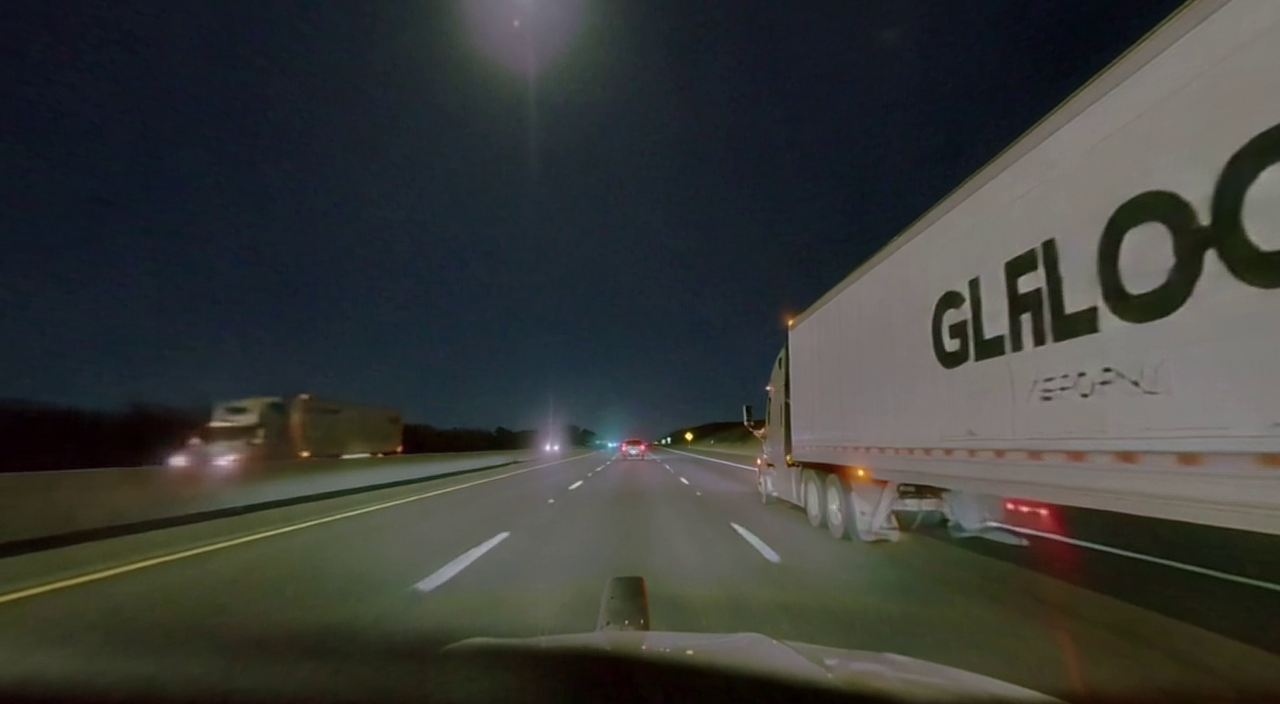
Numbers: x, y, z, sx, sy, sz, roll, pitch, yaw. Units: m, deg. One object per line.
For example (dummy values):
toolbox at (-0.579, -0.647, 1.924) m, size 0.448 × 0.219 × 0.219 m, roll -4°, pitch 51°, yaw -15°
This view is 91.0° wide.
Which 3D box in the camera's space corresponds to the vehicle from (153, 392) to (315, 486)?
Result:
vehicle at (-18.597, 4.085, 29.531) m, size 2.875 × 3.862 × 6.867 m, roll 0°, pitch -8°, yaw 0°

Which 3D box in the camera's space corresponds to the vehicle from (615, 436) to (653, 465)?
vehicle at (-0.372, 5.856, 37.592) m, size 2.111 × 1.635 × 4.177 m, roll 0°, pitch -8°, yaw -1°
